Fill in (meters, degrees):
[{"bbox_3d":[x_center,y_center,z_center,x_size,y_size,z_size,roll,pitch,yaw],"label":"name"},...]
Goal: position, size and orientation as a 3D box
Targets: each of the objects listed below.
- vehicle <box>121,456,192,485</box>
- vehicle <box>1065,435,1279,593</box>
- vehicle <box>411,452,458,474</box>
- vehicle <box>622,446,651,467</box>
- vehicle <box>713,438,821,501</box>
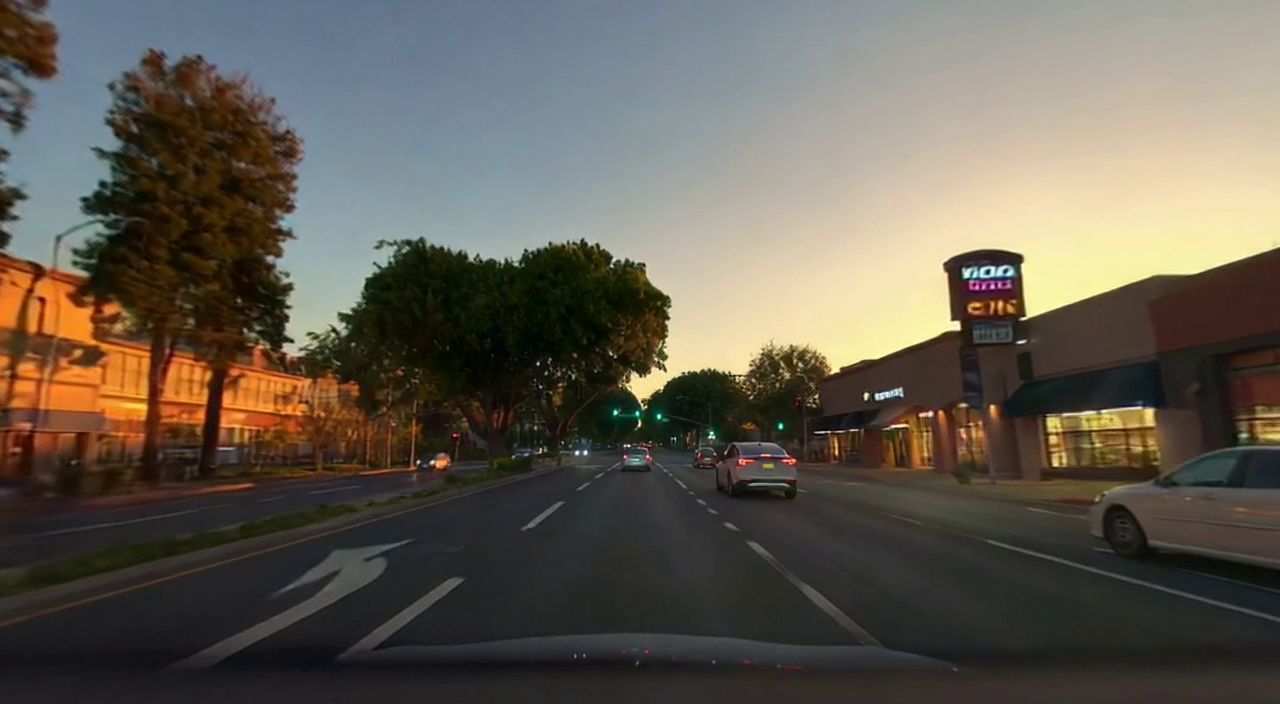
[{"bbox_3d":[-32.983,8.058,43.258,1.856,1.675,5.356,2,-9,-15],"label":"vehicle"},{"bbox_3d":[6.894,1.575,6.417,1.952,1.449,4.544,0,-8,-1],"label":"vehicle"},{"bbox_3d":[-15.274,8.230,47.162,1.908,1.486,4.629,-1,-8,1],"label":"vehicle"},{"bbox_3d":[-0.247,7.844,47.436,2.052,1.461,4.324,0,-8,0],"label":"vehicle"},{"bbox_3d":[3.480,3.313,18.261,2.072,1.545,4.578,0,-8,-1],"label":"vehicle"}]
